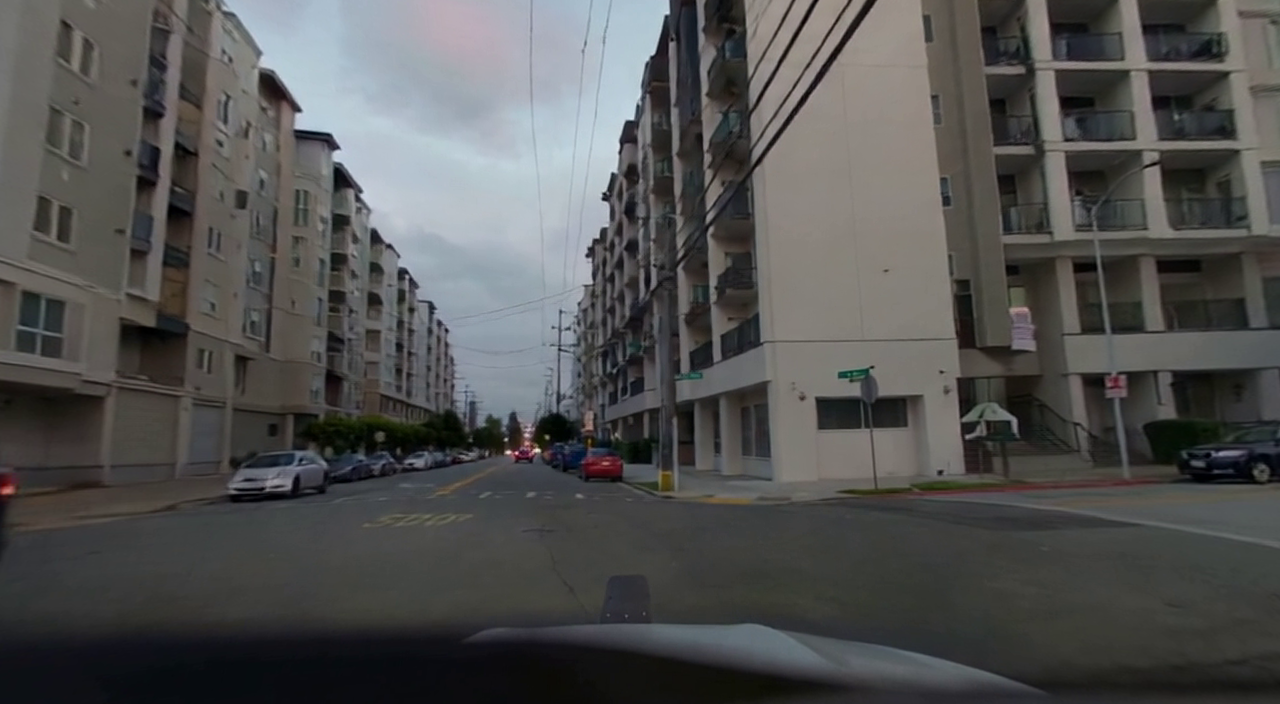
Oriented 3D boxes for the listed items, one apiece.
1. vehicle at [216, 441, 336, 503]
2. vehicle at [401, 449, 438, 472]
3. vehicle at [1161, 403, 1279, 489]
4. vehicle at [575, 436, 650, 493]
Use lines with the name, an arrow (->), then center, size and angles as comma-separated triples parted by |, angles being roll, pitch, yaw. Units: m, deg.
vehicle -> -12.409, 4.069, 21.878 | 2.140, 1.874, 4.475 | 1, -9, -11
vehicle -> -16.782, 8.224, 48.161 | 2.032, 1.641, 4.162 | 1, -9, -10
vehicle -> 18.099, 2.599, 18.149 | 4.259, 2.102, 2.376 | -2, -5, -10
vehicle -> -1.138, 4.094, 23.272 | 2.164, 1.721, 4.416 | -3, -8, -9
